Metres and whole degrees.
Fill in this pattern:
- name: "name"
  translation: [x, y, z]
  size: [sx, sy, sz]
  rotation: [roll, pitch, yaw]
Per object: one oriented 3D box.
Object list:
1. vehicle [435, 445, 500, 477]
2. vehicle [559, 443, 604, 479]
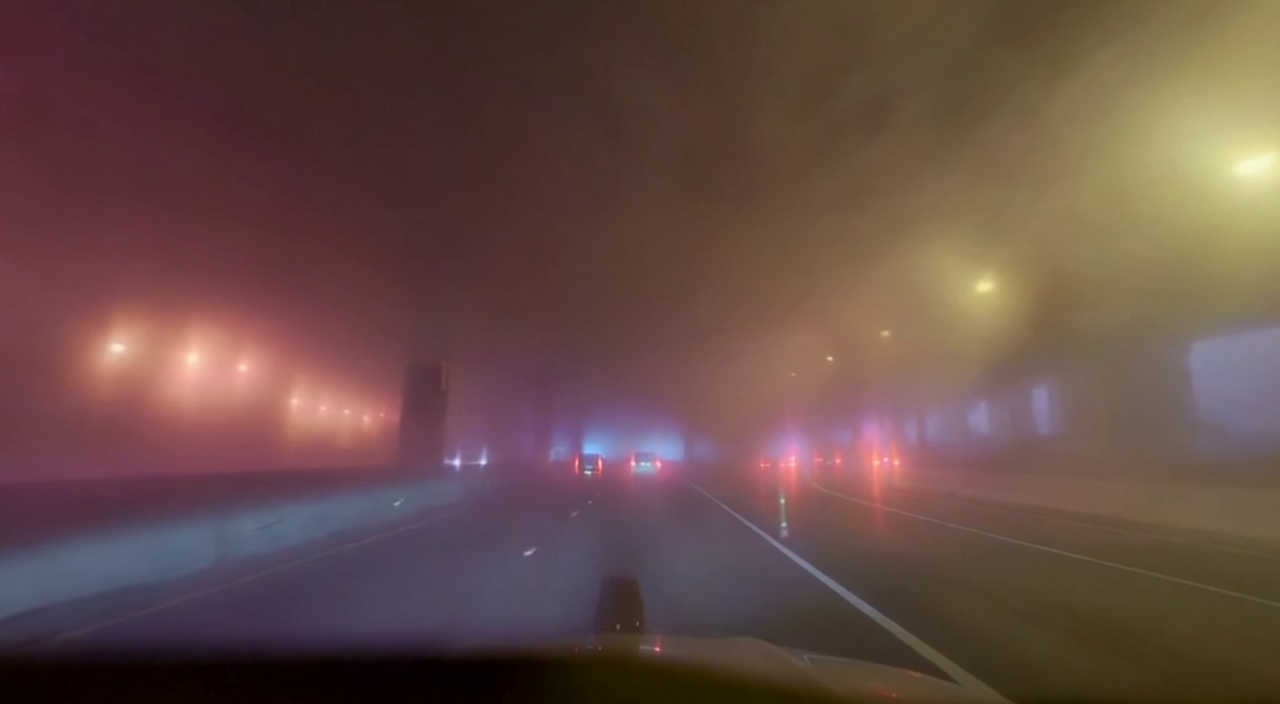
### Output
- name: "vehicle"
  translation: [-8.323, 5.328, 30.962]
  size: [1.963, 1.414, 4.567]
  rotation: [0, -9, -1]
- name: "vehicle"
  translation: [-3.015, 5.760, 33.542]
  size: [1.961, 1.725, 4.315]
  rotation: [0, -9, 0]
